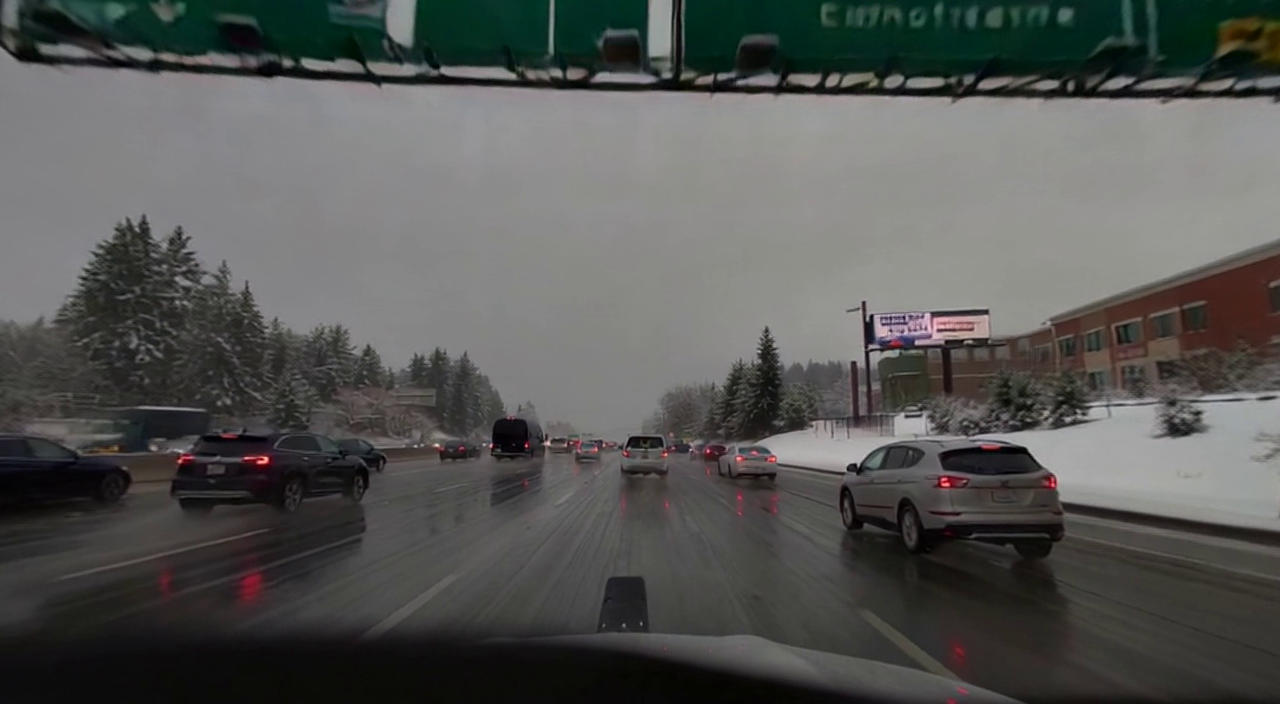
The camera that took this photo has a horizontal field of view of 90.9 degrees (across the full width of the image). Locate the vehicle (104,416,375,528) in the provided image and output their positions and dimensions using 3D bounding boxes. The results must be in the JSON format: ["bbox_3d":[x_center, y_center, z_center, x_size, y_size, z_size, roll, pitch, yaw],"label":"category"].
[{"bbox_3d":[-6.949,2.103,11.703,2.021,1.632,4.417,1,-8,1],"label":"vehicle"}]

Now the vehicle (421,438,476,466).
[{"bbox_3d":[-10.977,5.707,36.399,1.923,1.480,3.905,1,-8,1],"label":"vehicle"}]

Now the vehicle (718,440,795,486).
[{"bbox_3d":[4.193,4.047,23.481,1.942,1.487,4.518,1,-8,-1],"label":"vehicle"}]

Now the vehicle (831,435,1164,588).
[{"bbox_3d":[4.280,1.912,8.644,1.915,1.482,4.537,1,-8,0],"label":"vehicle"}]

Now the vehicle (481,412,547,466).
[{"bbox_3d":[-7.168,5.082,36.876,2.358,2.817,7.055,1,-8,0],"label":"vehicle"}]

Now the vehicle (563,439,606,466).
[{"bbox_3d":[-3.240,5.993,37.912,2.079,1.499,4.512,1,-8,1],"label":"vehicle"}]

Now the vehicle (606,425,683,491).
[{"bbox_3d":[0.162,3.385,20.656,2.209,1.863,4.626,1,-8,1],"label":"vehicle"}]

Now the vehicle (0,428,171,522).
[{"bbox_3d":[-10.834,2.034,10.835,1.970,1.441,4.555,1,-8,1],"label":"vehicle"}]
